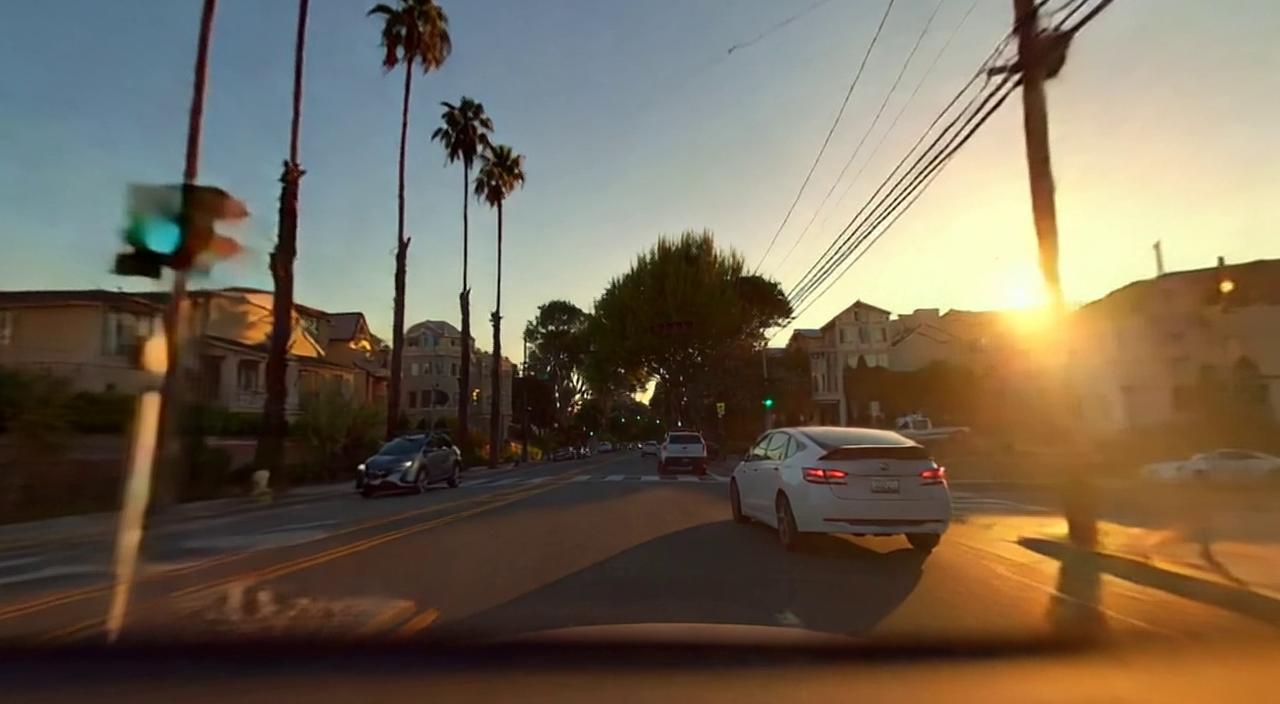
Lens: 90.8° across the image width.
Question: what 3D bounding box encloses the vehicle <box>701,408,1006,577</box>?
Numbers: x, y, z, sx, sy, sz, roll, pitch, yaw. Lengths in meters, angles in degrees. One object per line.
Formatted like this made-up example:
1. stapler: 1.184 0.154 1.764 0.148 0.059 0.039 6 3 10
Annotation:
1. vehicle: 2.236 1.646 8.230 2.096 1.552 4.519 1 -8 -5

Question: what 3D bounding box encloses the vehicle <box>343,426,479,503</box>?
1. vehicle: -6.532 3.179 18.617 2.069 1.820 4.388 -3 -6 5

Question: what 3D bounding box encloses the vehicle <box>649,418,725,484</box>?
1. vehicle: 1.453 3.323 21.400 2.109 2.002 4.424 0 -8 -2

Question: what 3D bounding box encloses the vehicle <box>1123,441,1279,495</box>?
1. vehicle: 18.267 3.587 19.818 4.421 1.502 2.161 -1 -8 -1
